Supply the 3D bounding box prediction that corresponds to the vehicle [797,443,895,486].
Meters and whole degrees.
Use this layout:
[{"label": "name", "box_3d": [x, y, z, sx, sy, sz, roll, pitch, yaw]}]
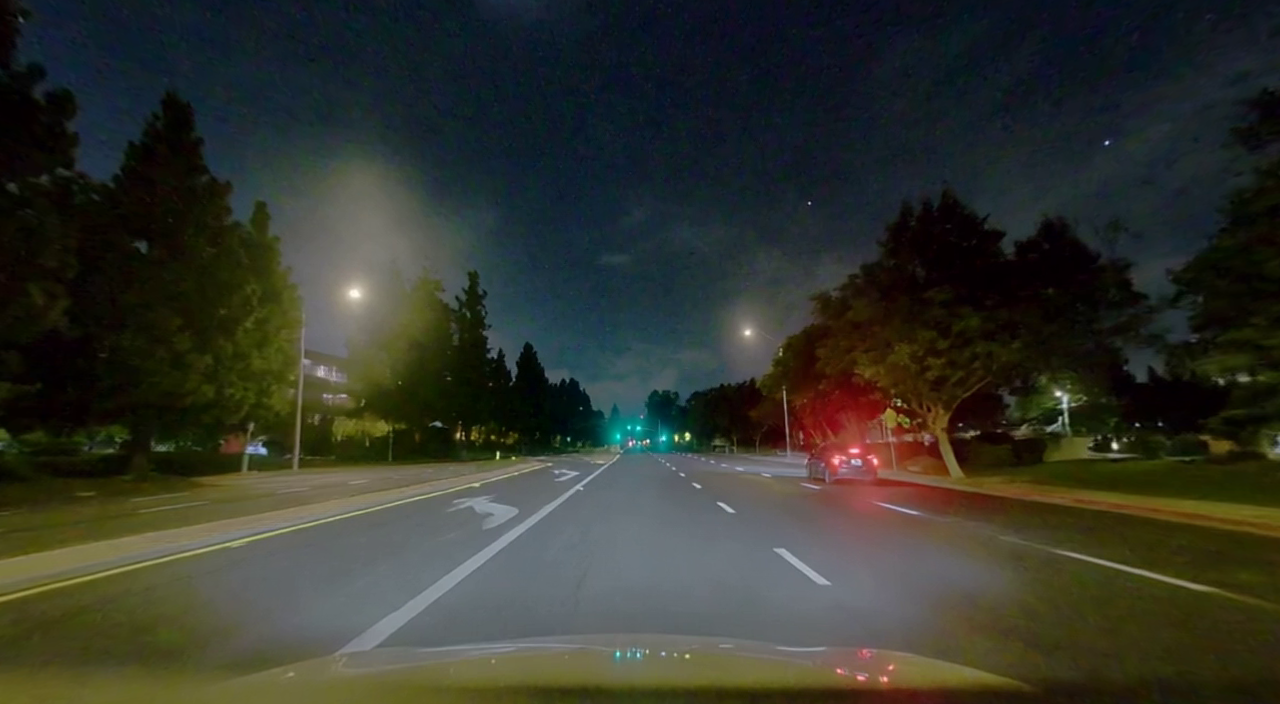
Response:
[{"label": "vehicle", "box_3d": [7.440, 4.107, 23.312, 2.054, 1.421, 4.487, 0, -8, -1]}]
